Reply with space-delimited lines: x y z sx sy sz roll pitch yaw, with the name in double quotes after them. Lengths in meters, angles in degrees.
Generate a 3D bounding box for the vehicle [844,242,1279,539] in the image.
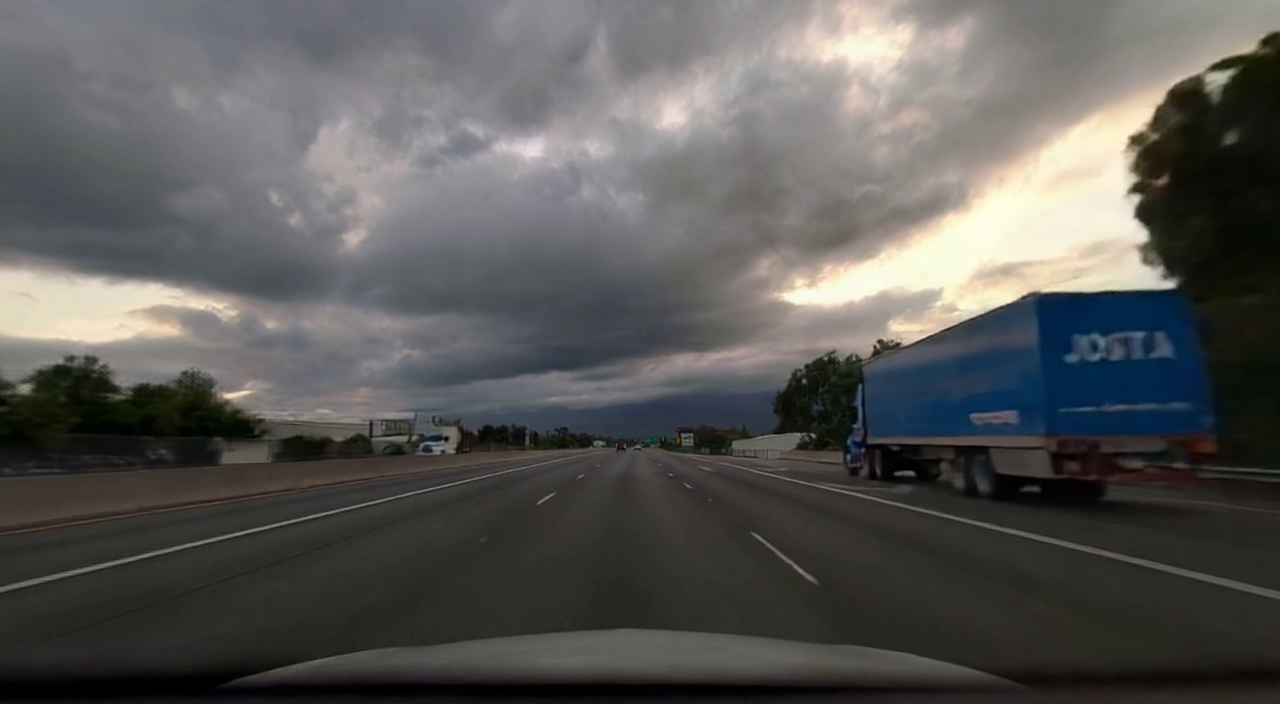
9.138 1.665 16.887 3.469 3.986 17.065 -1 -8 6 "vehicle"
